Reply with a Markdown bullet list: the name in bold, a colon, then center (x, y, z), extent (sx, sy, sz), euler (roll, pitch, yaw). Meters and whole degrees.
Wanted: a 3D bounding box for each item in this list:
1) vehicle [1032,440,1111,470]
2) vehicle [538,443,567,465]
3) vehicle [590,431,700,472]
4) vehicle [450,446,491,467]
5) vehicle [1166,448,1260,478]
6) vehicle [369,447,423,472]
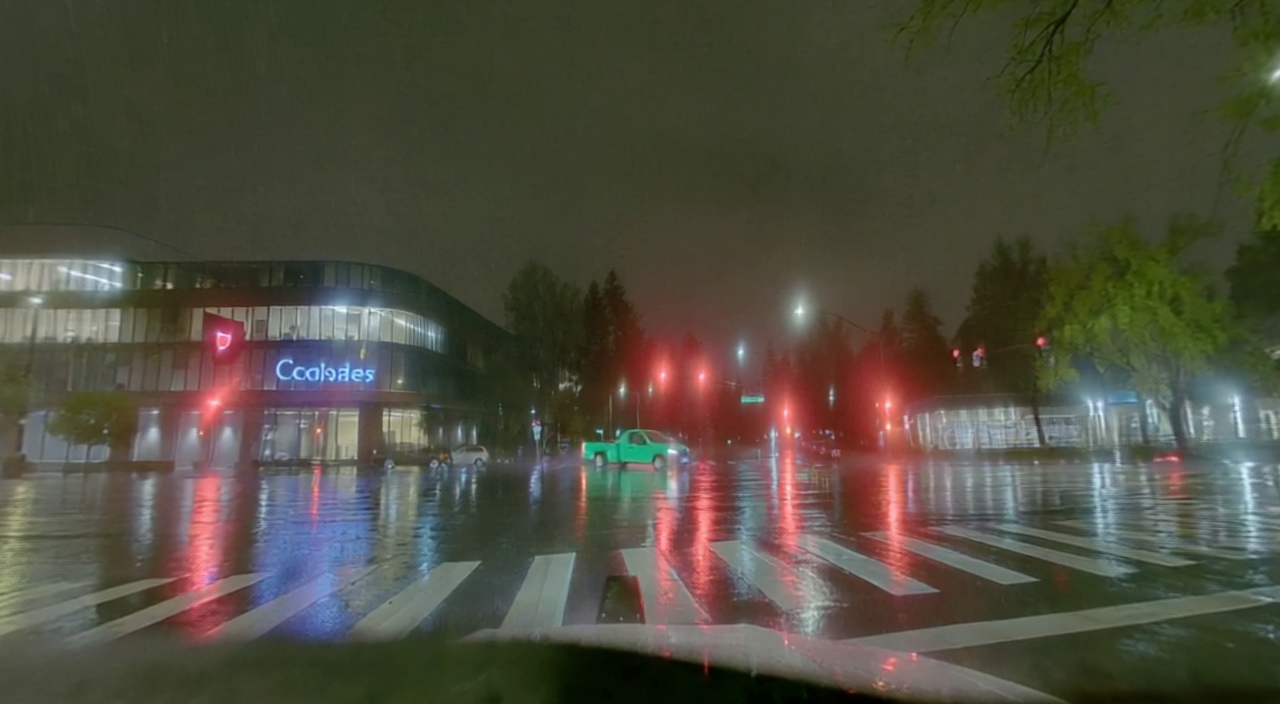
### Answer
- **vehicle**: center (26.362, 6.264, 38.546), extent (4.541, 1.731, 2.007), euler (5, -10, -28)
- **vehicle**: center (-6.349, 7.400, 46.087), extent (1.879, 1.464, 4.457), euler (1, -8, -5)
- **vehicle**: center (0.147, 5.045, 32.176), extent (2.289, 1.927, 5.667), euler (8, -12, -42)
- **vehicle**: center (-12.603, 7.760, 47.099), extent (1.946, 1.474, 4.008), euler (0, -9, 0)
- **vehicle**: center (30.316, 5.805, 33.379), extent (4.658, 1.478, 1.946), euler (4, -9, -26)
- **vehicle**: center (-16.232, 7.137, 42.241), extent (1.883, 1.586, 4.297), euler (0, -9, 0)
